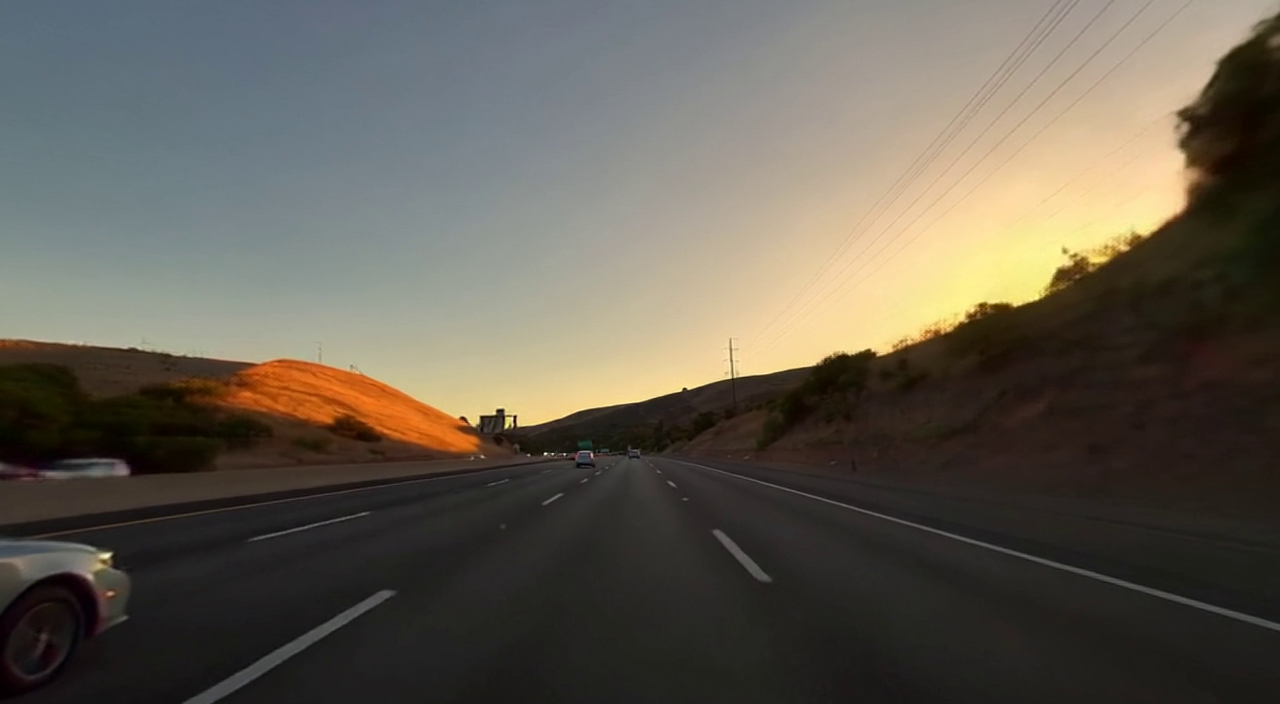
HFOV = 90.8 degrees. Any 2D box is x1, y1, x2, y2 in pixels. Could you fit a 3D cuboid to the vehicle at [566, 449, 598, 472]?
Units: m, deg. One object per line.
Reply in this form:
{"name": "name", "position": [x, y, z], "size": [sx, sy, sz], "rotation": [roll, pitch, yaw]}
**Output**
{"name": "vehicle", "position": [-4.134, 7.775, 45.464], "size": [1.924, 1.511, 4.079], "rotation": [0, -9, 0]}

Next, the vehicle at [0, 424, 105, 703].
{"name": "vehicle", "position": [-4.190, 0.816, 1.168], "size": [2.064, 1.489, 4.966], "rotation": [0, -9, 0]}
